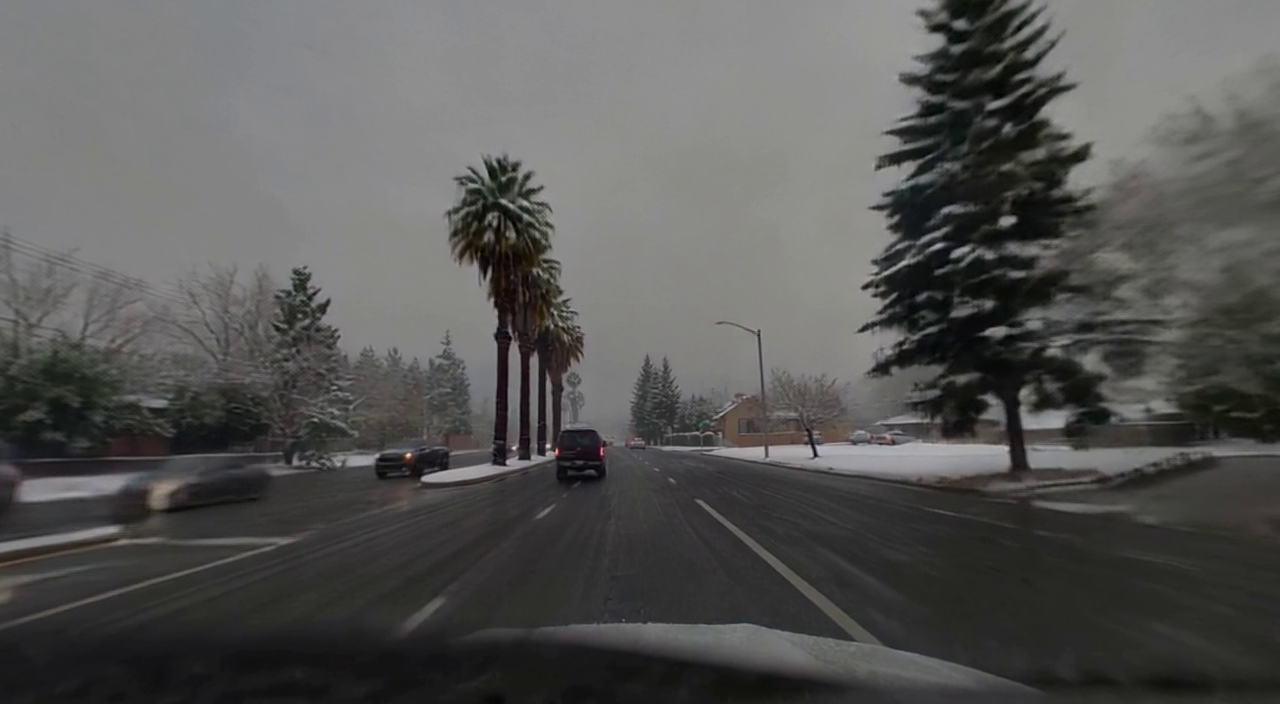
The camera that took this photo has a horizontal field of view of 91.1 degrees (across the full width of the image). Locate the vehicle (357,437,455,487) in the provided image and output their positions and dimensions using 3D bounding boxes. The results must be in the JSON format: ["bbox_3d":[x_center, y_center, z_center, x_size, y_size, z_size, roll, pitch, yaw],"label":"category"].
[{"bbox_3d":[-8.824,4.170,24.146,2.114,1.698,4.415,0,-9,-1],"label":"vehicle"}]

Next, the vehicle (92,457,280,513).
[{"bbox_3d":[-12.229,3.587,17.364,1.975,1.248,4.394,0,-8,-1],"label":"vehicle"}]

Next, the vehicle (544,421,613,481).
[{"bbox_3d":[-2.502,4.080,26.106,2.507,2.161,6.049,1,-9,-5],"label":"vehicle"}]

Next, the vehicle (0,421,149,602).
[{"bbox_3d":[-6.647,1.326,5.008,2.016,1.576,4.215,0,-9,0],"label":"vehicle"}]
